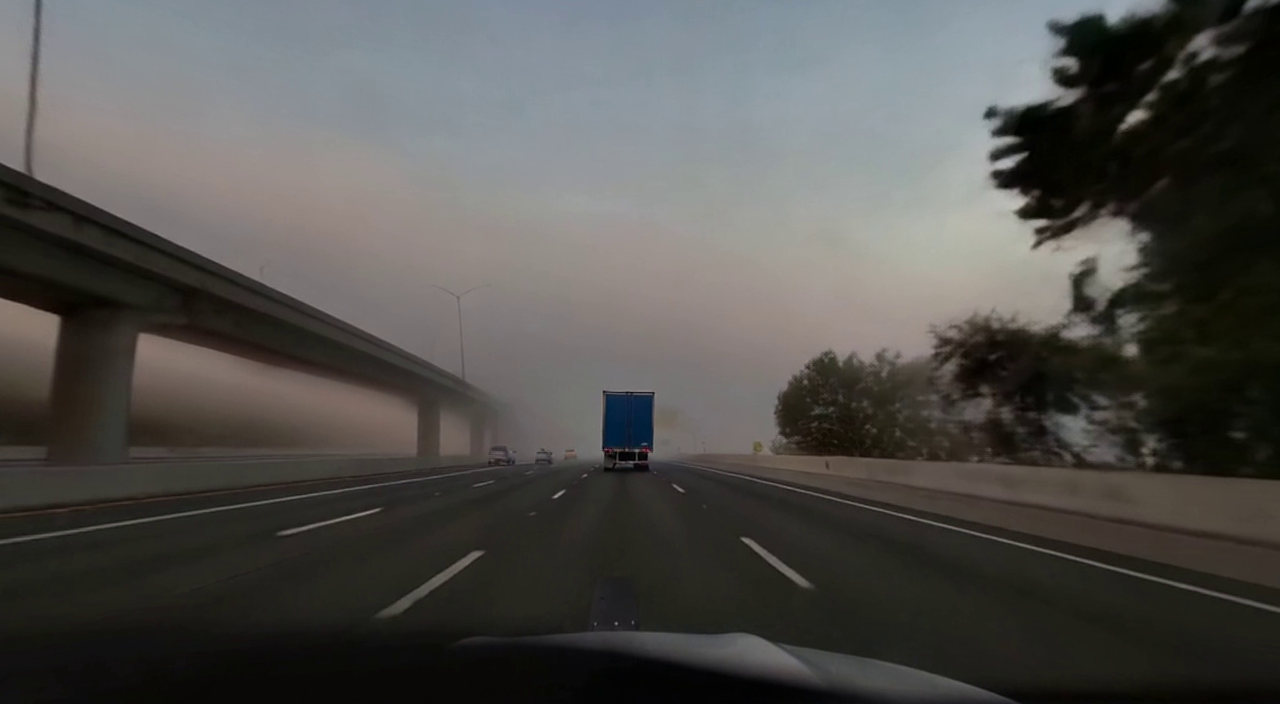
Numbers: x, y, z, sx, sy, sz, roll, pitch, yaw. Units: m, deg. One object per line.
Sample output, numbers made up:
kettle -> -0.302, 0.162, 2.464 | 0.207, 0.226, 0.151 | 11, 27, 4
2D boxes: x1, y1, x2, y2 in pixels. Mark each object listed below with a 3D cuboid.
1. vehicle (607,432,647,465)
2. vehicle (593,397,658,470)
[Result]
vehicle -> -0.731, 5.343, 35.007 | 2.052, 1.666, 4.358 | 1, -9, -2
vehicle -> -0.843, 5.037, 37.850 | 3.233, 3.678, 11.032 | 1, -9, -1
